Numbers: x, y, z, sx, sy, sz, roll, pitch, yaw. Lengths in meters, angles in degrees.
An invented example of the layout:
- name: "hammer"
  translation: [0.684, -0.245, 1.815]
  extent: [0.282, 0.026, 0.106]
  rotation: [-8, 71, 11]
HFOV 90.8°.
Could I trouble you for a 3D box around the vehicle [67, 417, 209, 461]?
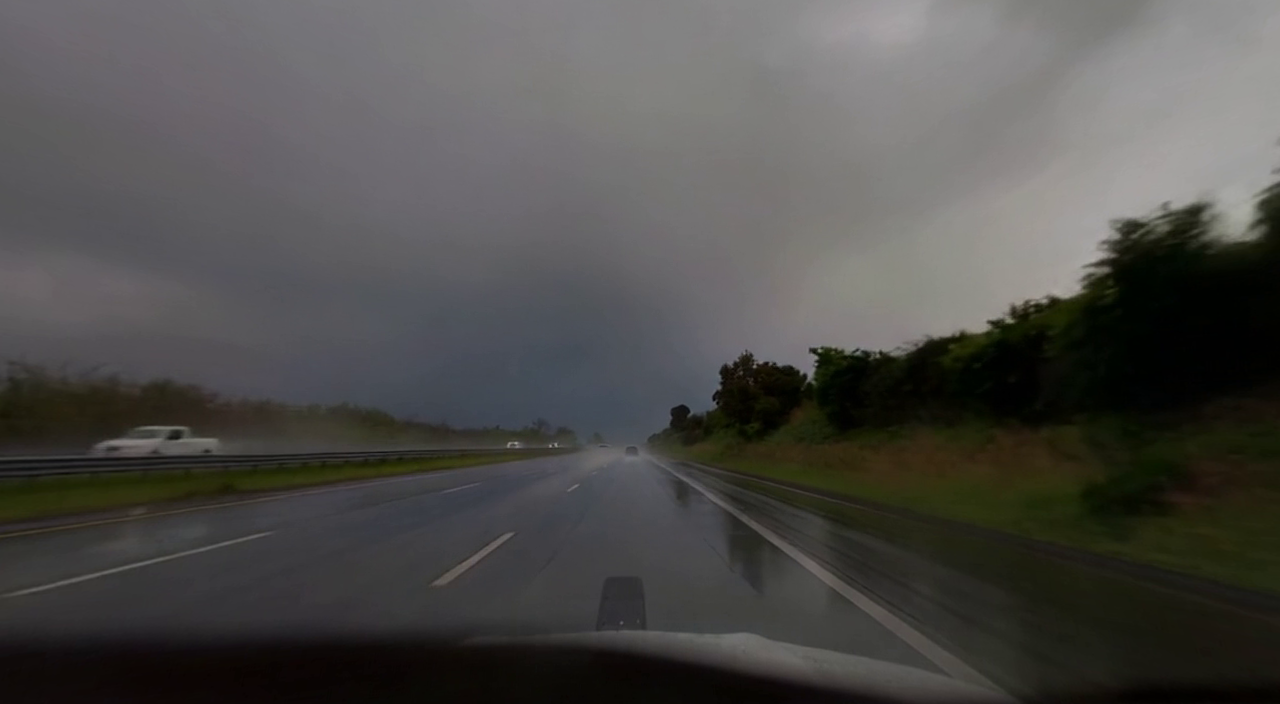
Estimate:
- name: "vehicle"
  translation: [-19.213, 3.398, 24.469]
  extent: [1.845, 1.533, 4.461]
  rotation: [0, -9, -1]
